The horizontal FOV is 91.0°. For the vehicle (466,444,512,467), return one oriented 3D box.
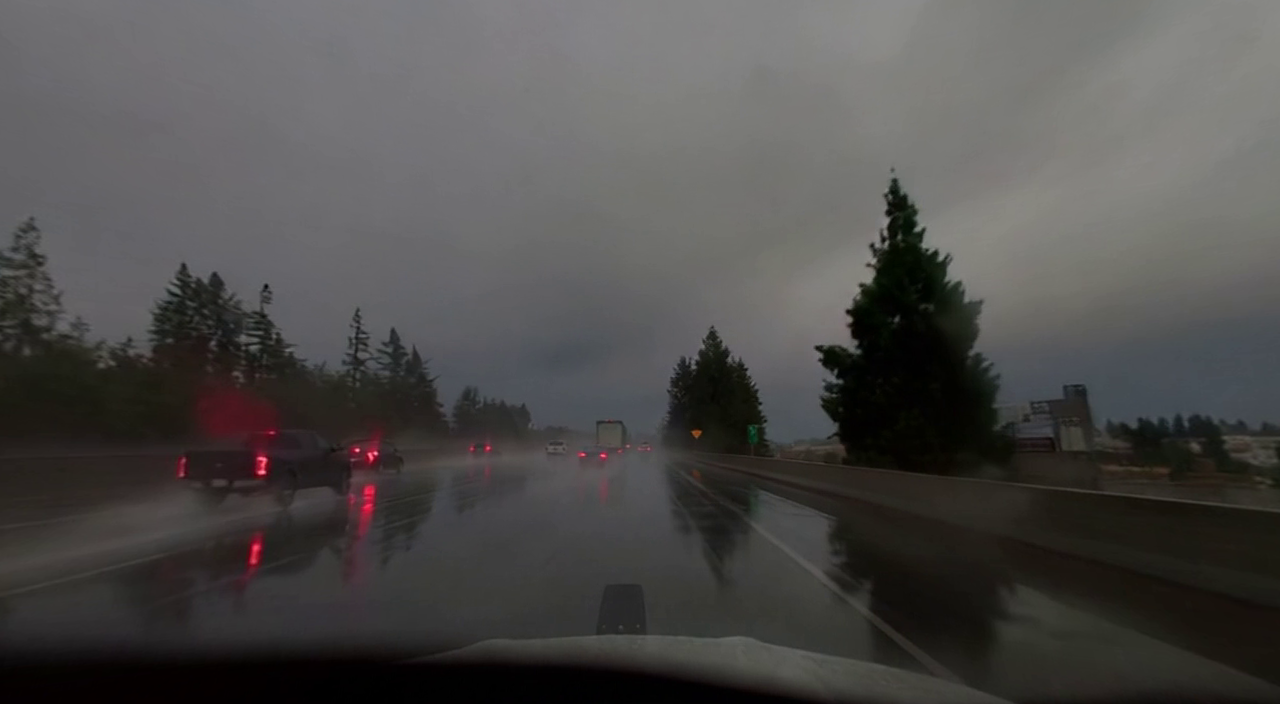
[{"bbox_3d":[-10.516,7.222,44.241,2.036,1.506,4.358,0,-9,1],"label":"vehicle"}]

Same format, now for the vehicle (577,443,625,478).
[{"bbox_3d":[-1.790,5.118,30.055,1.931,1.528,4.126,0,-9,1],"label":"vehicle"}]

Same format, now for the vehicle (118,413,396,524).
[{"bbox_3d":[-7.316,2.305,13.064,2.115,1.778,5.572,0,-9,2],"label":"vehicle"}]
